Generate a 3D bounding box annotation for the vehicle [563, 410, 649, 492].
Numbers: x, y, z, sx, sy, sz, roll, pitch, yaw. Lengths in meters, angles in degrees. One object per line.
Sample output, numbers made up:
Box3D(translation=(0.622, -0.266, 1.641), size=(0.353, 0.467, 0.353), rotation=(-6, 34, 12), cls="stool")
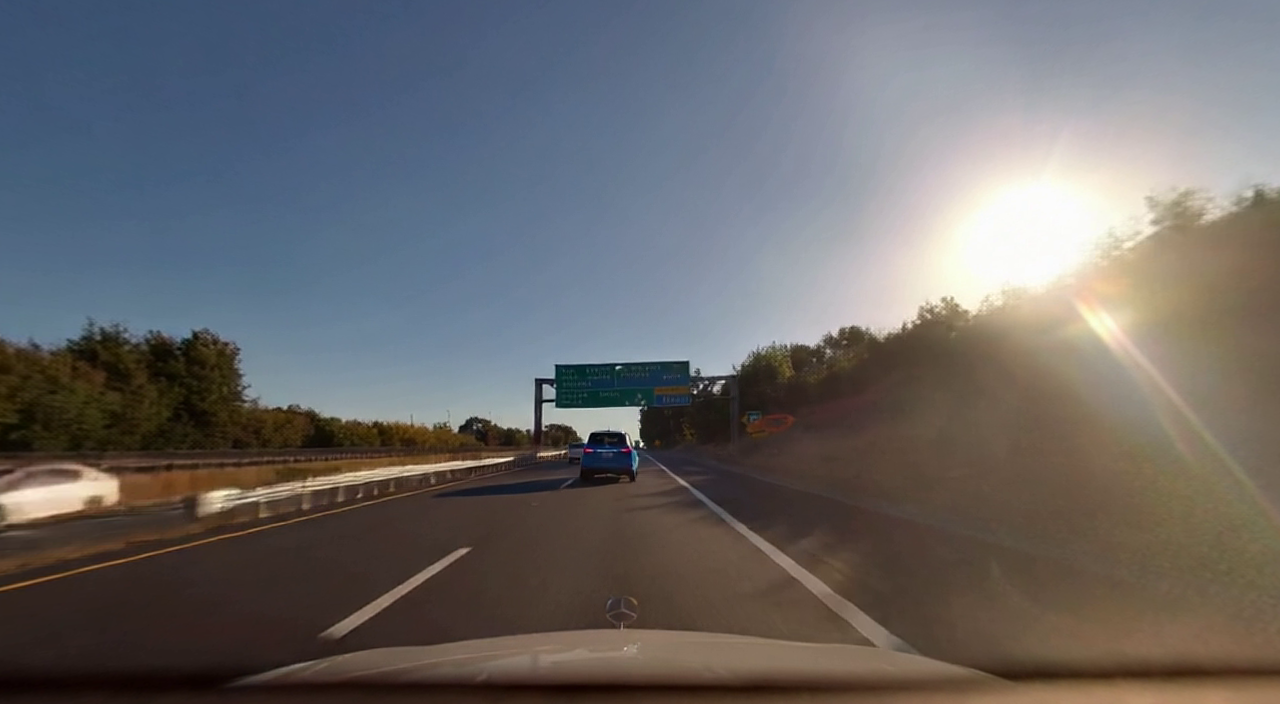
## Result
Box3D(translation=(-0.925, 2.980, 19.277), size=(2.248, 2.154, 4.892), rotation=(0, -8, -1), cls="vehicle")
